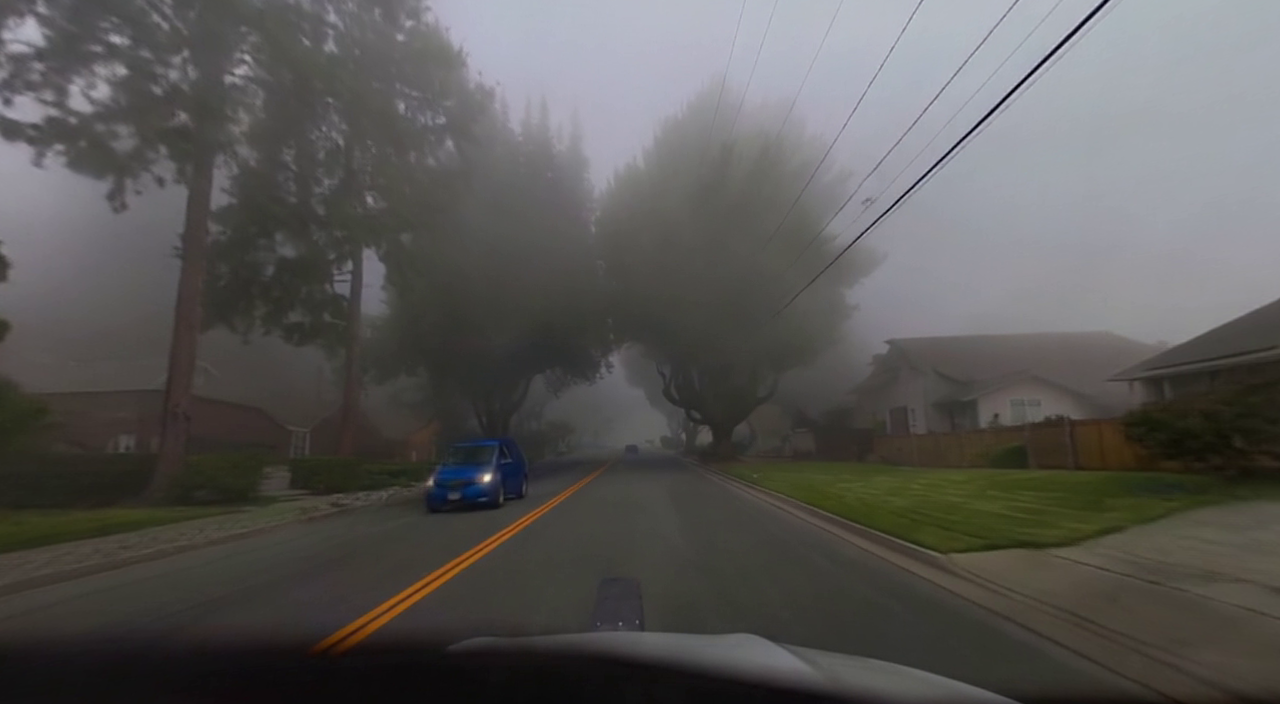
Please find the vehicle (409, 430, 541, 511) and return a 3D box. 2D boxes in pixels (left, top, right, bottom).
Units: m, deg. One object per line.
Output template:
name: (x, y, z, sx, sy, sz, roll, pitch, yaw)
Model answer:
vehicle: (-4.088, 3.013, 16.612, 2.161, 1.798, 4.627, 0, -8, 1)
